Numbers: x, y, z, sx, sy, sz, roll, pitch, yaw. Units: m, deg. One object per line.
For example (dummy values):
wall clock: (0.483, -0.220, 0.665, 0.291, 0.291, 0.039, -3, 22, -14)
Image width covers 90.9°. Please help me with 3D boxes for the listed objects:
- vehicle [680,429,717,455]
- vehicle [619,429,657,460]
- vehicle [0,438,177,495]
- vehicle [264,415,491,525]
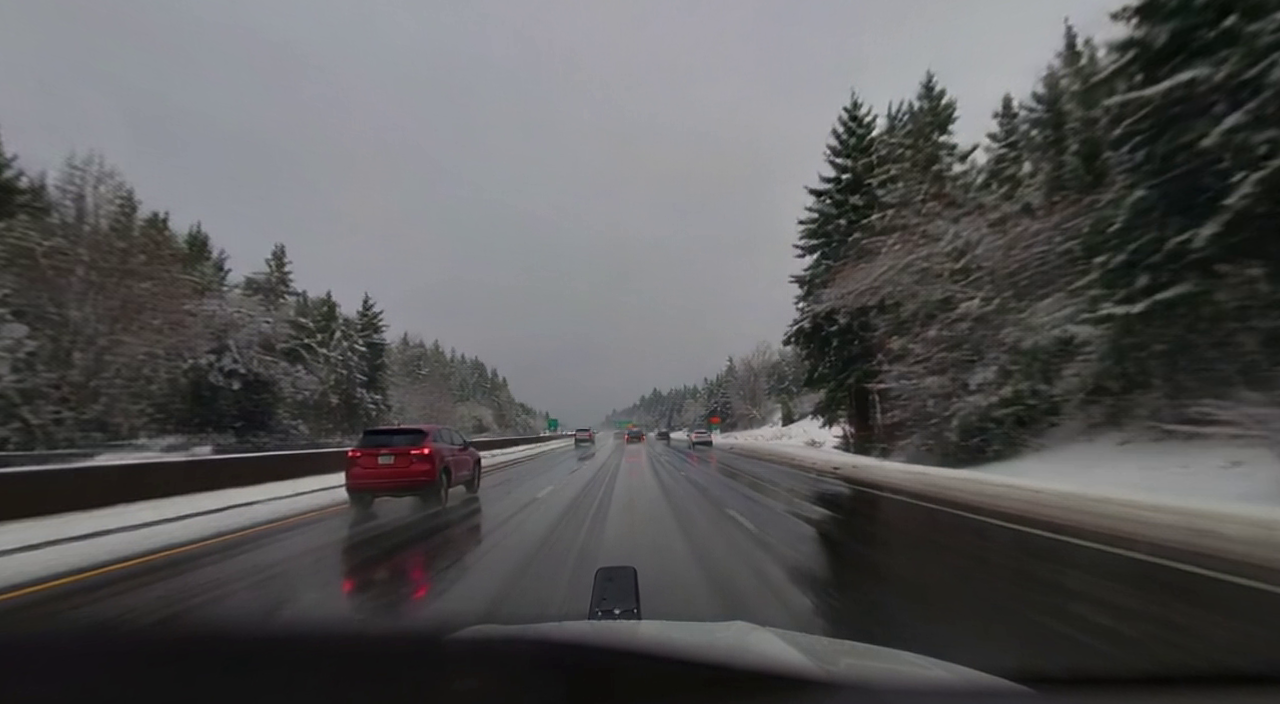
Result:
vehicle: (3.662, 5.670, 39.878, 1.841, 1.491, 3.869, 0, -7, -2)
vehicle: (-0.090, 4.663, 32.089, 1.869, 1.466, 3.356, 0, -7, 0)
vehicle: (-16.707, 3.379, 19.168, 1.853, 1.472, 4.612, 0, -7, -1)
vehicle: (-4.234, 1.958, 11.233, 2.023, 1.512, 4.804, 0, -7, 0)
